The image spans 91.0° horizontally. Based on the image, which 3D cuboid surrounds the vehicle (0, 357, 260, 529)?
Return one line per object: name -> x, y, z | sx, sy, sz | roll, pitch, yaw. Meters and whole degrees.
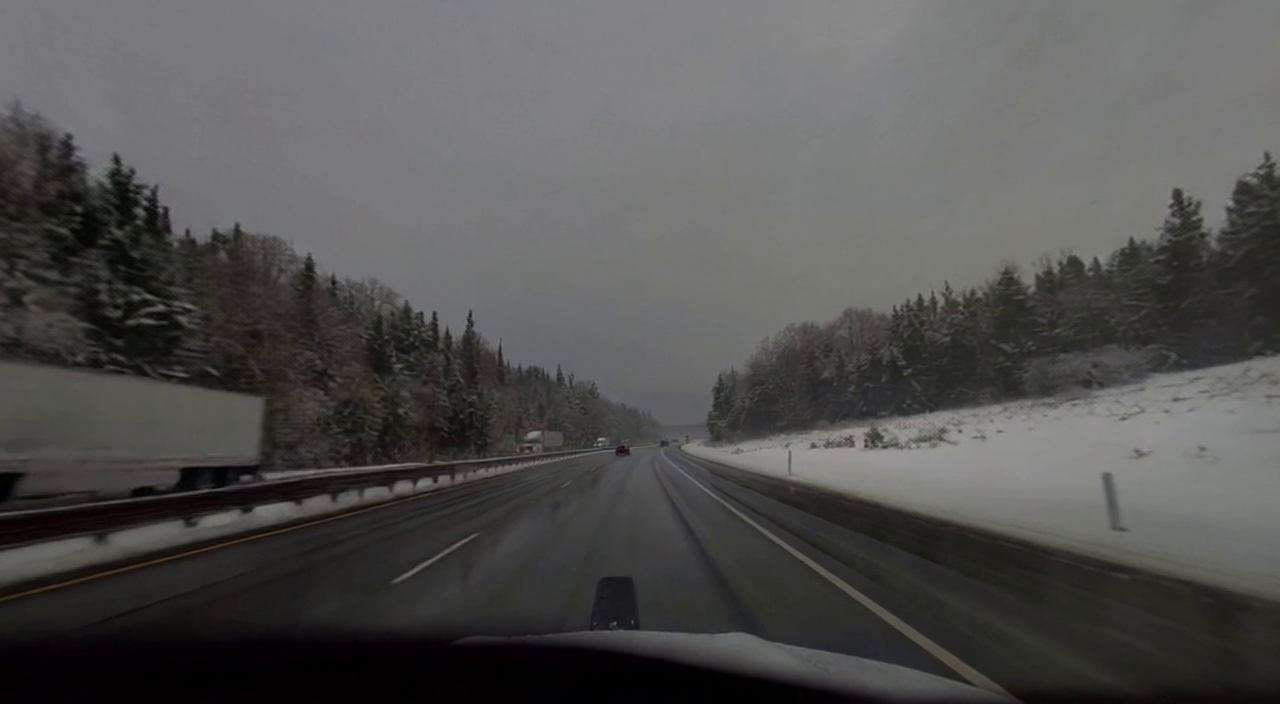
vehicle -> -16.711, 2.570, 17.737 | 2.883, 4.044, 14.698 | 0, -8, 0
